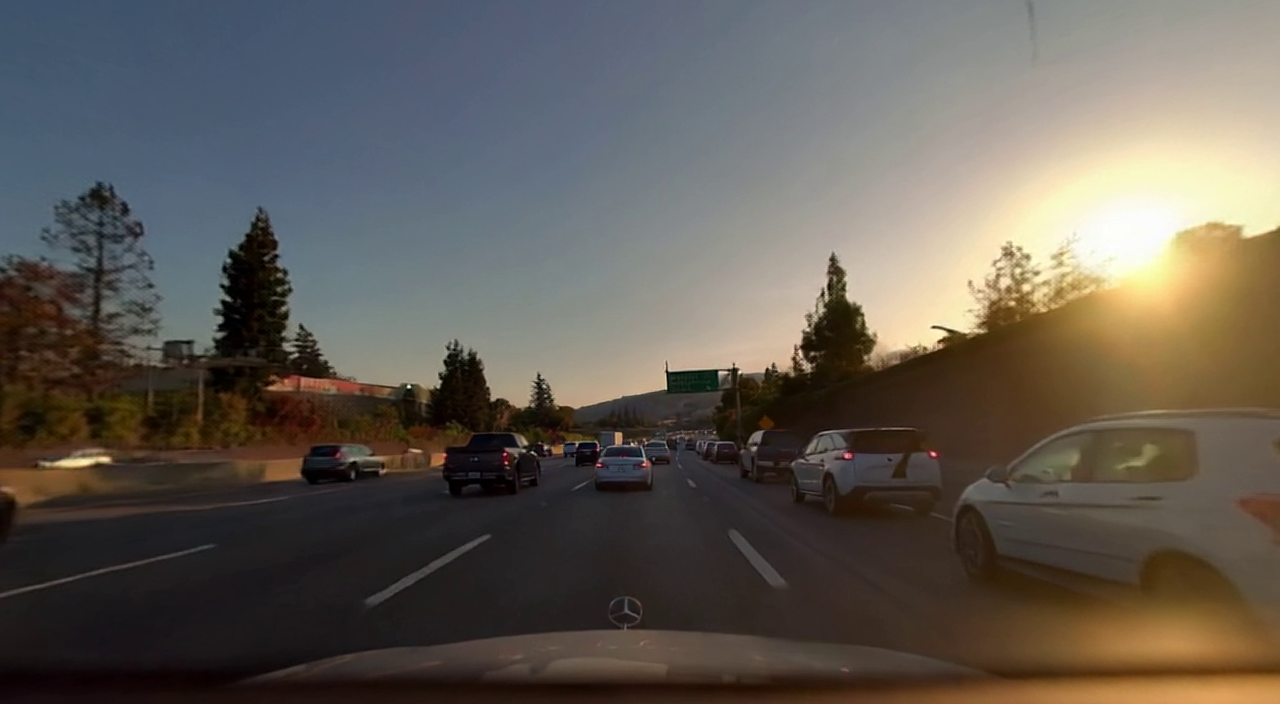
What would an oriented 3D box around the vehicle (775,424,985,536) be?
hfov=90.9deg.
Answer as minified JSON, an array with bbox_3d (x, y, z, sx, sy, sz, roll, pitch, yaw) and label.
[{"bbox_3d":[3.878,2.139,11.194,1.984,1.567,4.475,0,-8,1],"label":"vehicle"}]

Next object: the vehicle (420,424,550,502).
[{"bbox_3d":[-4.045,3.016,17.638,2.110,1.811,5.585,0,-8,1],"label":"vehicle"}]

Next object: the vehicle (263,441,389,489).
[{"bbox_3d":[-10.859,3.923,22.281,1.907,1.508,4.608,-1,-8,3],"label":"vehicle"}]

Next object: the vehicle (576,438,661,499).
[{"bbox_3d":[-0.472,3.156,17.510,2.070,1.456,4.029,0,-8,1],"label":"vehicle"}]

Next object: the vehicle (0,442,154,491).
[{"bbox_3d":[-22.596,4.486,25.224,2.110,1.748,5.051,-1,-8,2],"label":"vehicle"}]

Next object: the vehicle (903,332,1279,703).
[{"bbox_3d":[3.886,1.062,4.547,2.003,1.778,4.658,0,-8,1],"label":"vehicle"}]
